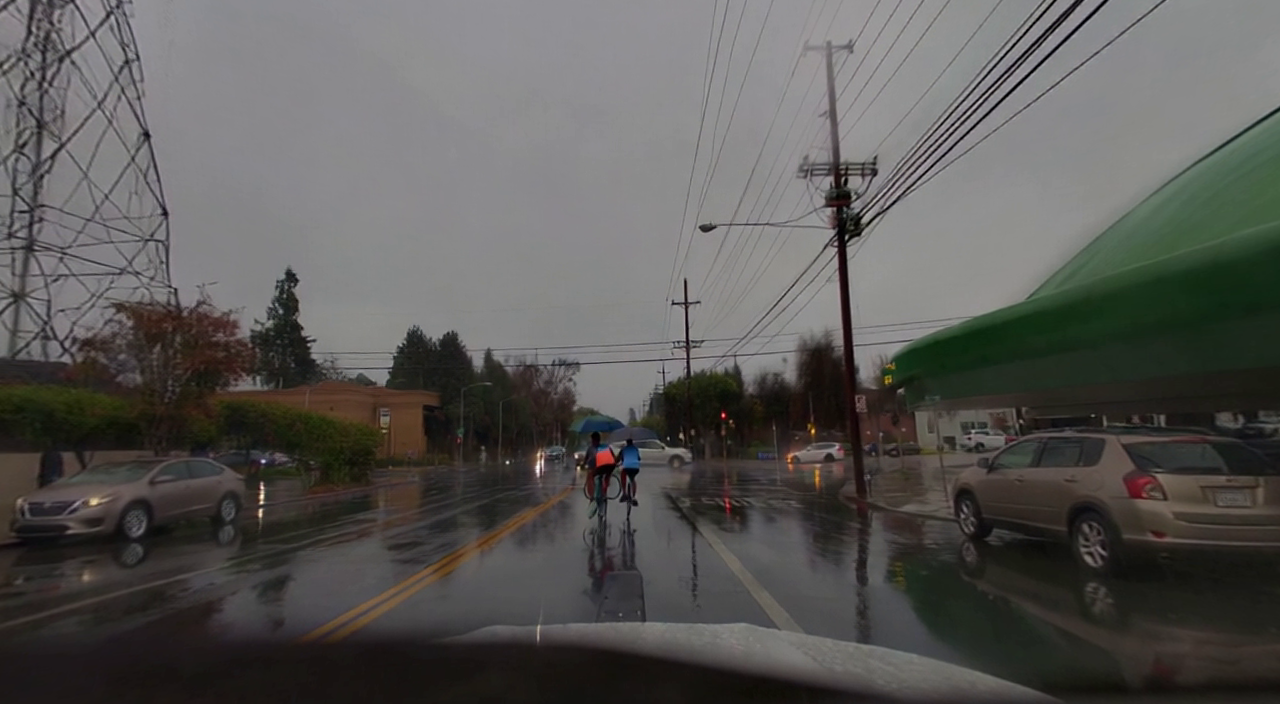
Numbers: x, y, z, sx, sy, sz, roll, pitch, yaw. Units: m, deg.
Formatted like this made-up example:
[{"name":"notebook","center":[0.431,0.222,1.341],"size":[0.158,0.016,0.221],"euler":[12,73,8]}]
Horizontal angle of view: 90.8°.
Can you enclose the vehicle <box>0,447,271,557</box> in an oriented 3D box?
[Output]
[{"name":"vehicle","center":[-10.234,2.918,13.228],"size":[2.075,1.816,4.900],"euler":[0,-8,-1]}]

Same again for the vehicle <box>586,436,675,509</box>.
[{"name":"vehicle","center":[-0.189,3.284,17.665],"size":[2.190,1.783,4.048],"euler":[0,-8,1]}]

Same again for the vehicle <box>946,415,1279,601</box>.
[{"name":"vehicle","center":[5.822,1.749,7.945],"size":[1.873,1.714,3.979],"euler":[0,-8,-1]}]

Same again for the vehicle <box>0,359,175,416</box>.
[{"name":"vehicle","center":[-17.100,1.144,19.699],"size":[3.685,1.584,1.708],"euler":[1,-9,-3]}]
